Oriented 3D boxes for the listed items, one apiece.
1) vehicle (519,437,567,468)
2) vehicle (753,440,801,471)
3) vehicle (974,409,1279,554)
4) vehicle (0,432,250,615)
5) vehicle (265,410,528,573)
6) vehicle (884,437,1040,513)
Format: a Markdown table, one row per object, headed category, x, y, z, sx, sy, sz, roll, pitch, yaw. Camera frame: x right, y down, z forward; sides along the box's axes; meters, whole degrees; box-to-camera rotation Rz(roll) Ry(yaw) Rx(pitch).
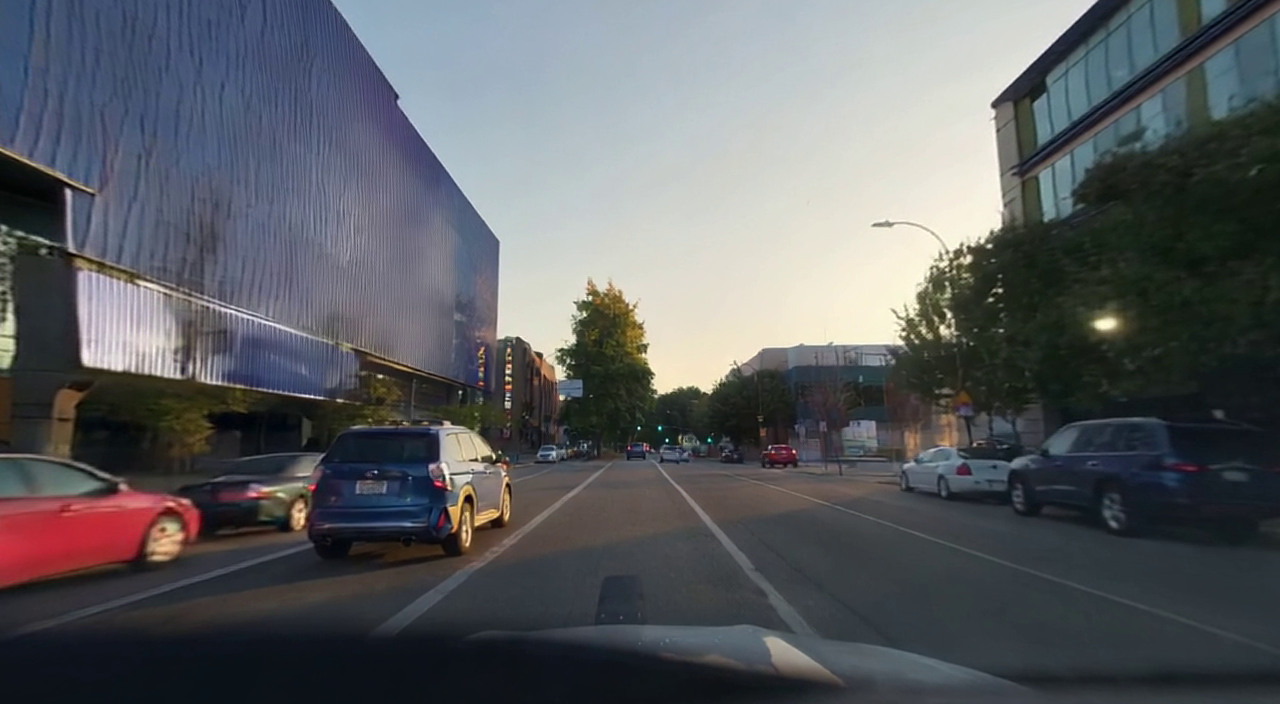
| category | x | y | z | sx | sy | sz | roll | pitch | yaw |
| --- | --- | --- | --- | --- | --- | --- | --- | --- | --- |
| vehicle | -6.771 | 7.100 | 44.819 | 2.290 | 2.012 | 5.654 | -1 | -8 | 2 |
| vehicle | 9.260 | 7.025 | 43.128 | 2.129 | 1.929 | 5.537 | -1 | -8 | 1 |
| vehicle | 9.207 | 2.322 | 12.246 | 2.249 | 2.117 | 5.743 | 0 | -8 | 0 |
| vehicle | -6.815 | 1.725 | 6.874 | 2.071 | 1.631 | 4.936 | 0 | -8 | -1 |
| vehicle | -3.049 | 1.843 | 9.143 | 2.002 | 1.756 | 4.366 | -1 | -8 | 1 |
| vehicle | 8.981 | 3.404 | 18.142 | 2.005 | 1.726 | 4.658 | 5 | -8 | -1 |
